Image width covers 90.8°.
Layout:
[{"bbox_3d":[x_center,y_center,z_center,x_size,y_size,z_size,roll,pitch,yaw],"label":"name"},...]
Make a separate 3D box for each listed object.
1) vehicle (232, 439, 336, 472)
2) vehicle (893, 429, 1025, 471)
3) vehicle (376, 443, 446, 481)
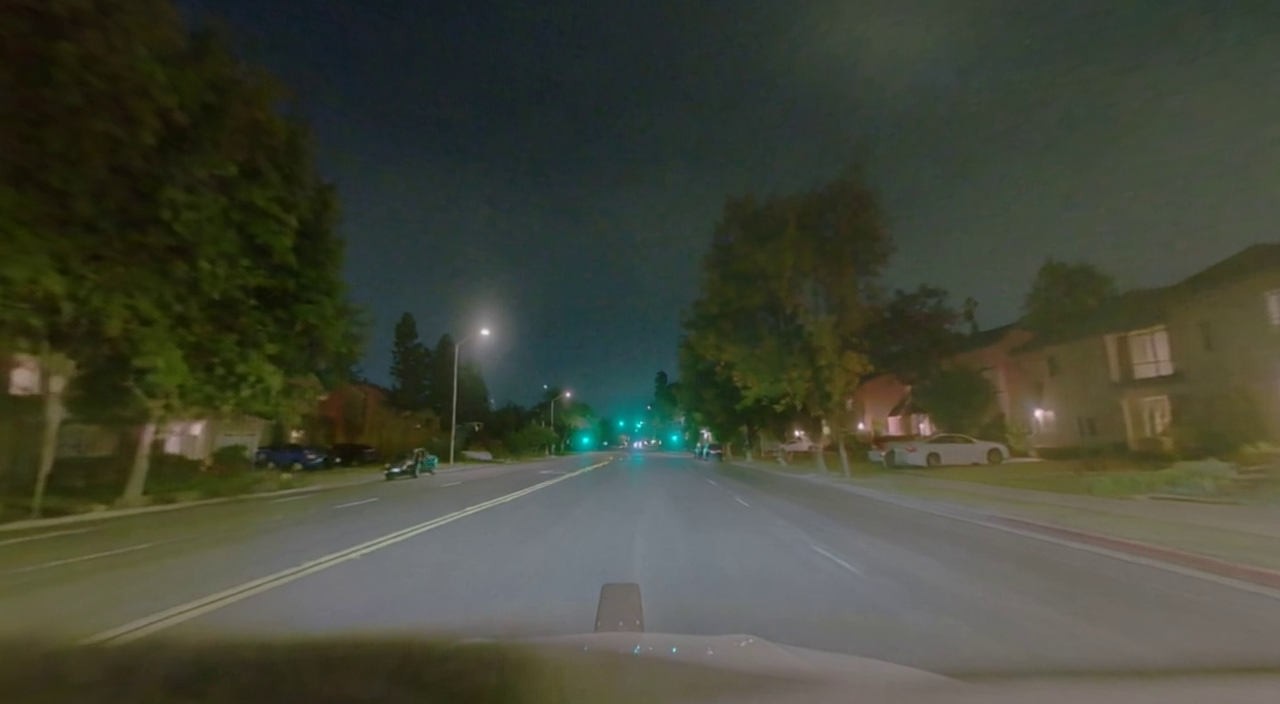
[{"bbox_3d":[-21.111,6.128,37.590,4.830,1.857,2.183,-1,-9,2],"label":"vehicle"},{"bbox_3d":[14.224,4.412,28.425,4.775,1.524,1.983,-4,-9,3],"label":"vehicle"},{"bbox_3d":[-11.380,5.498,31.736,2.020,1.691,4.308,-2,-10,-2],"label":"vehicle"}]
